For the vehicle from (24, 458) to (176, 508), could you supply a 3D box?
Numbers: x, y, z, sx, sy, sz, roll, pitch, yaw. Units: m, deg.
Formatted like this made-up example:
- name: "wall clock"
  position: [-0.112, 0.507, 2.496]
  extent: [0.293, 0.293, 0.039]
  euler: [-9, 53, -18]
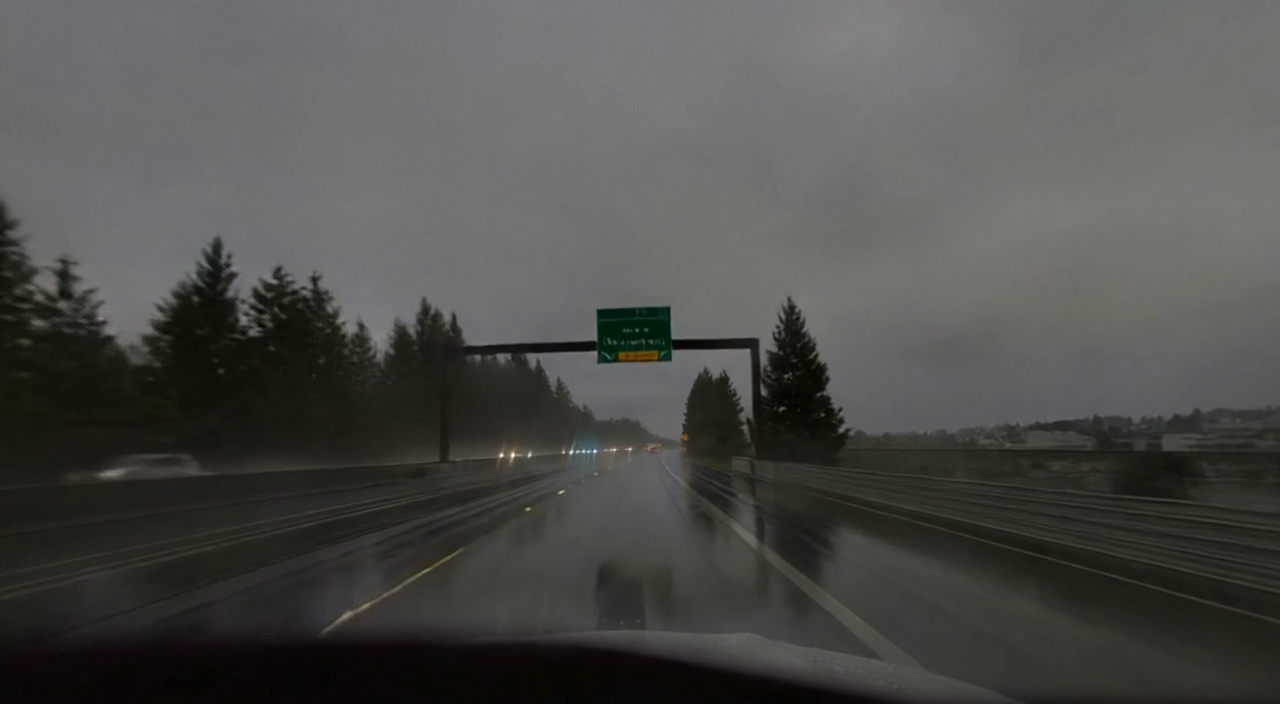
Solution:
- name: "vehicle"
  position: [-17.347, 4.174, 20.518]
  extent: [1.768, 1.425, 3.536]
  euler: [0, -9, 0]

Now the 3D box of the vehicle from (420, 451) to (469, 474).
- name: "vehicle"
  position: [-12.979, 7.340, 42.132]
  extent: [1.853, 1.448, 4.331]
  euler: [0, -9, 0]
